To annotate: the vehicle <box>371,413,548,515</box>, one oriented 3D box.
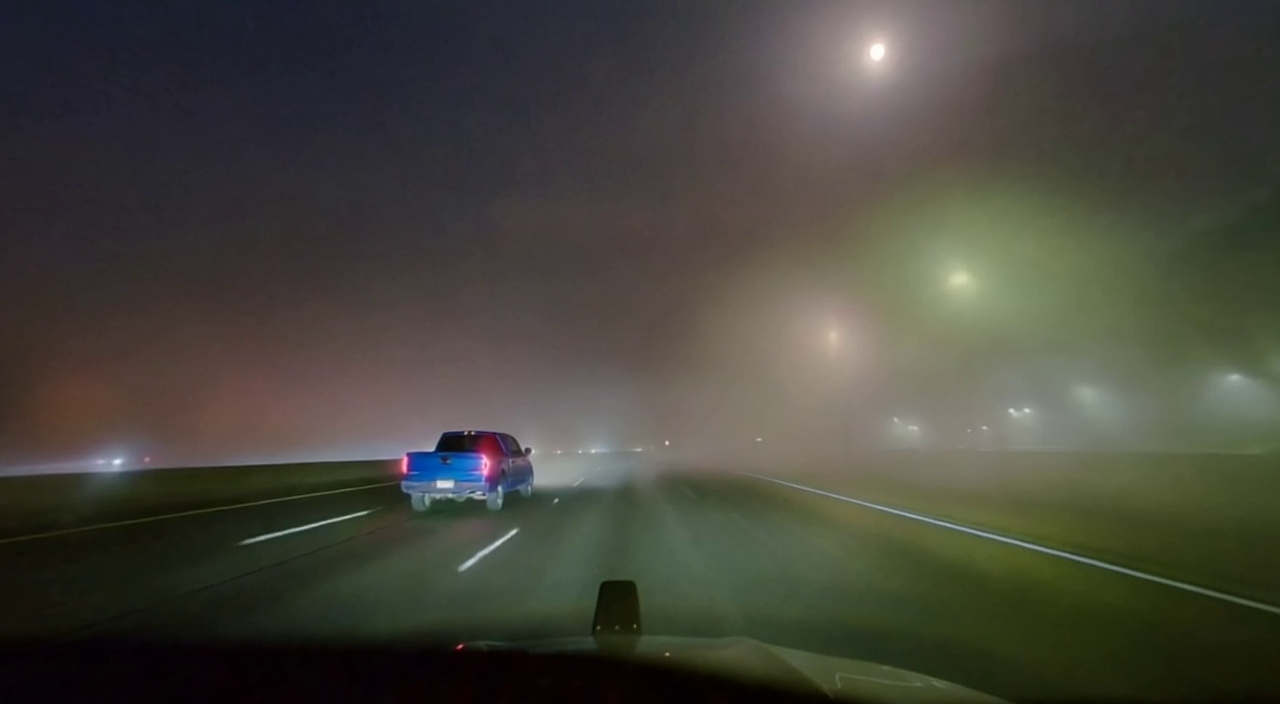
[{"bbox_3d":[-4.011,2.655,15.555,2.529,2.003,5.904,0,-8,1],"label":"vehicle"}]
